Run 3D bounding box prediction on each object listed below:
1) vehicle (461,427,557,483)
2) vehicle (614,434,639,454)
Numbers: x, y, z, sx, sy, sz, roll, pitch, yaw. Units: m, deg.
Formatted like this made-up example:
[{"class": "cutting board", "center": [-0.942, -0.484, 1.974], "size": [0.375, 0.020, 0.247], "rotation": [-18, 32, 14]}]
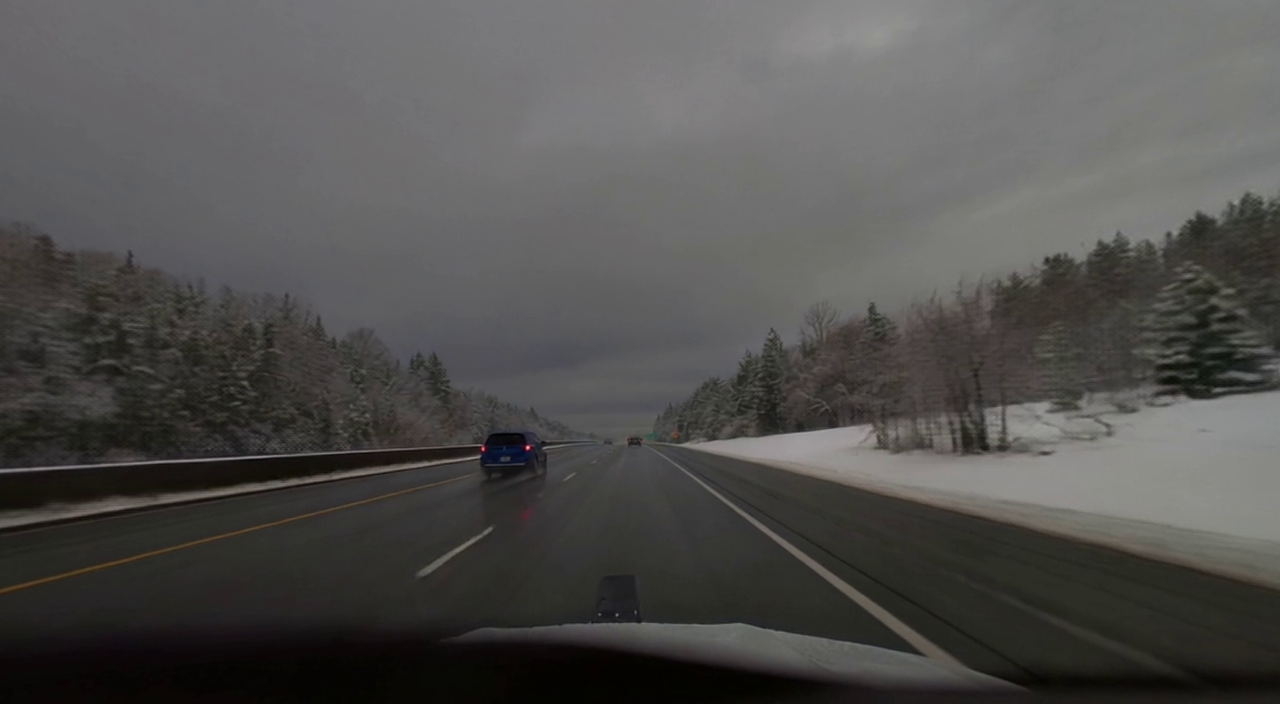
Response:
[{"class": "vehicle", "center": [-3.947, 3.179, 19.903], "size": [2.072, 1.545, 4.767], "rotation": [0, -8, 0]}, {"class": "vehicle", "center": [-1.008, 6.911, 47.426], "size": [1.836, 1.450, 3.519], "rotation": [0, -8, -1]}]
